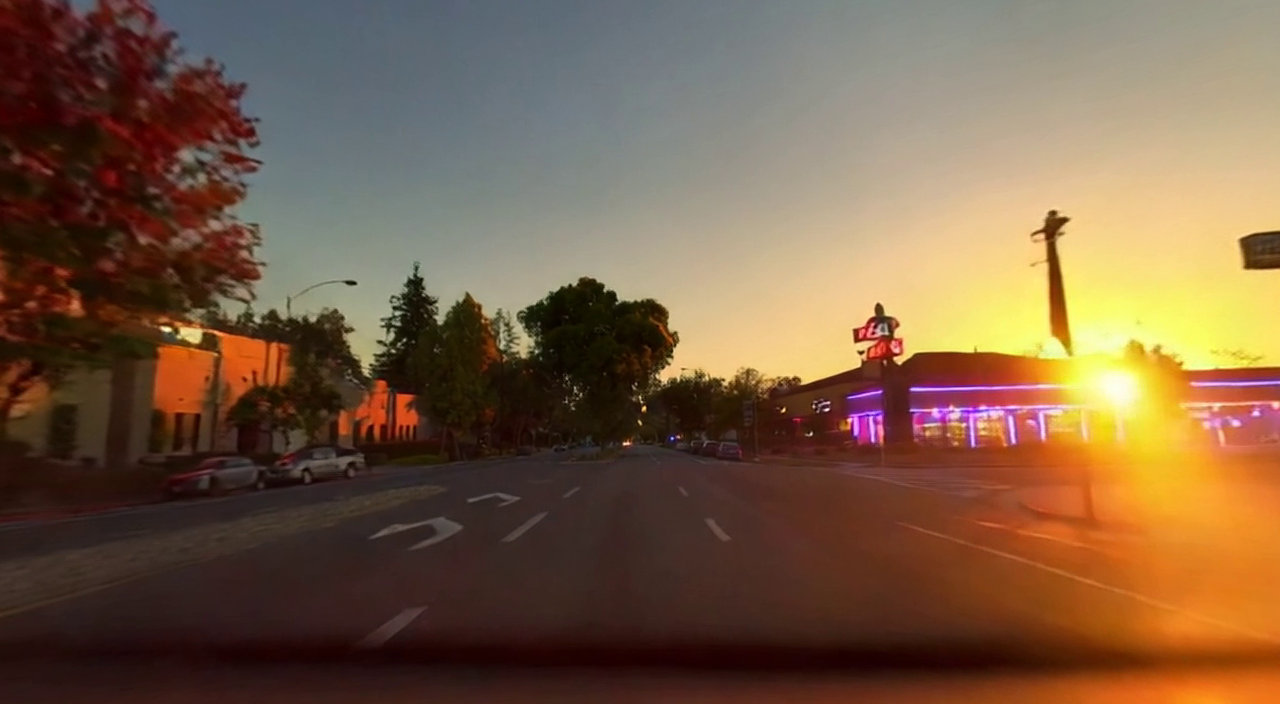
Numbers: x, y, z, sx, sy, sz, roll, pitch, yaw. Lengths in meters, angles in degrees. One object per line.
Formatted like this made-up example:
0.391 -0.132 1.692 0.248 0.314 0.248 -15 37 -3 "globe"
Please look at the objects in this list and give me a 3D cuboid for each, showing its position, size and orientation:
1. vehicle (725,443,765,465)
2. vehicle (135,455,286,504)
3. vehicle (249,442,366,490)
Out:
7.281 7.090 44.121 2.057 1.478 4.356 0 -8 0 "vehicle"
-14.904 4.415 22.323 2.106 1.479 4.541 0 -8 1 "vehicle"
-14.788 5.061 28.638 2.164 1.933 5.804 0 -8 0 "vehicle"
